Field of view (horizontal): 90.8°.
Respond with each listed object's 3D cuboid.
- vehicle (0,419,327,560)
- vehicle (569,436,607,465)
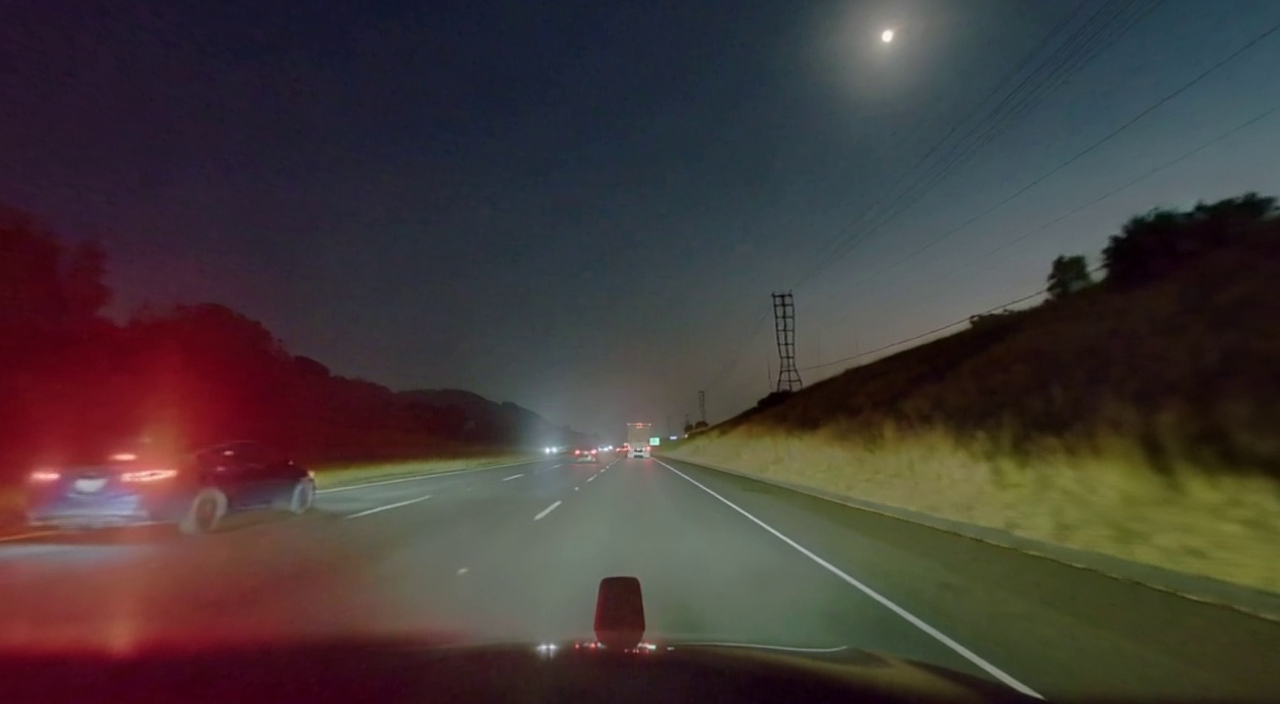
[{"bbox_3d":[-6.892,1.892,9.399,2.066,1.558,4.607,0,-9,0],"label":"vehicle"},{"bbox_3d":[-3.625,6.940,44.545,2.207,1.949,4.911,0,-9,1],"label":"vehicle"}]
